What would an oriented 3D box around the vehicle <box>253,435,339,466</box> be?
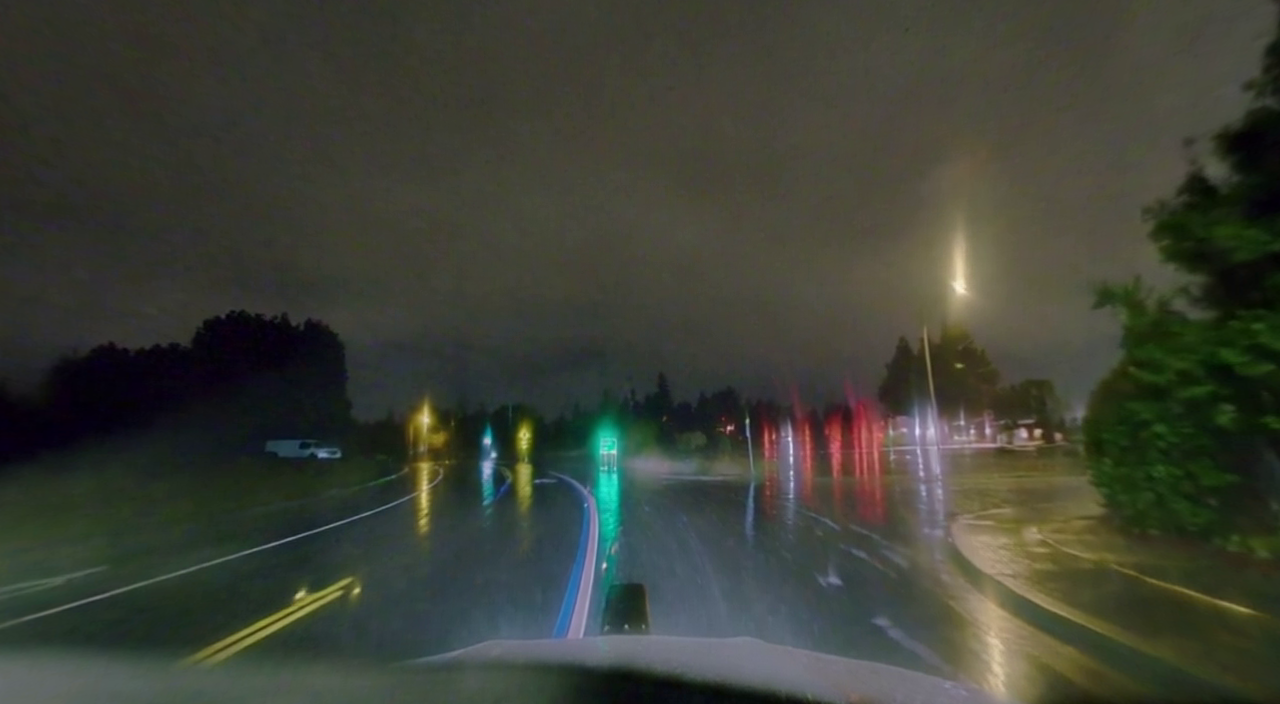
[{"bbox_3d":[-23.166,6.647,42.516,4.699,1.996,2.116,-2,-9,11],"label":"vehicle"}]
